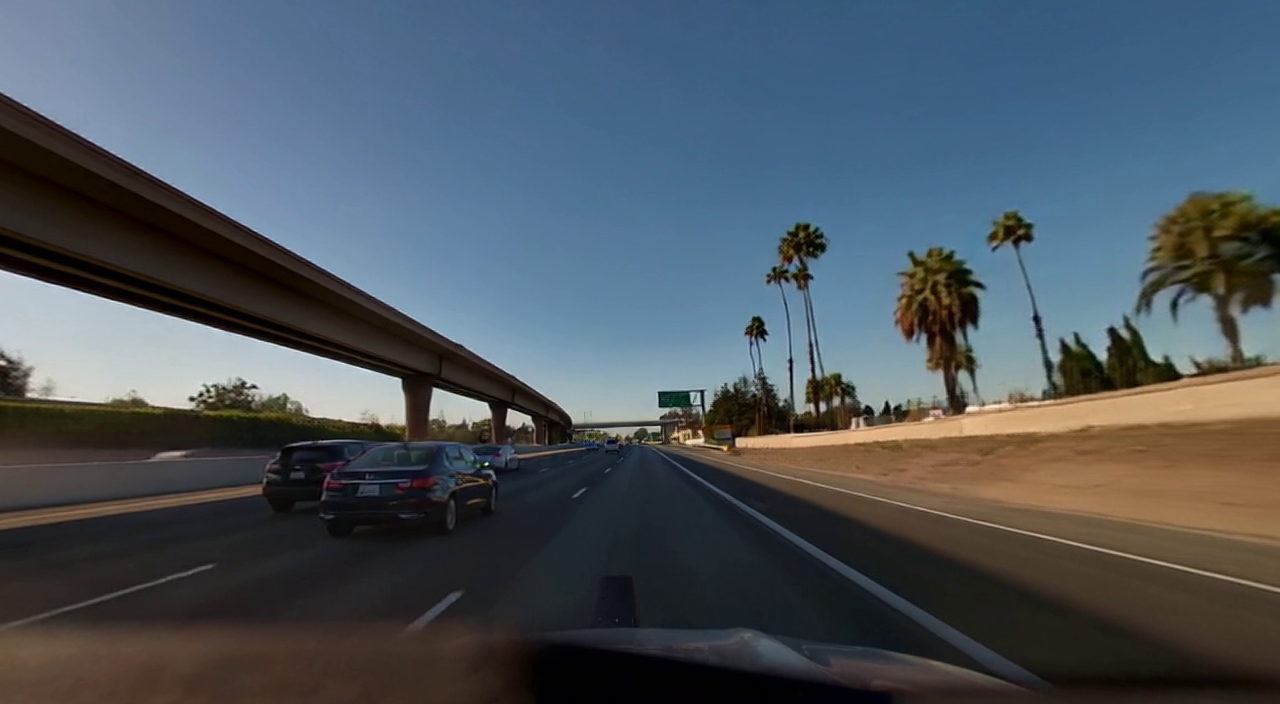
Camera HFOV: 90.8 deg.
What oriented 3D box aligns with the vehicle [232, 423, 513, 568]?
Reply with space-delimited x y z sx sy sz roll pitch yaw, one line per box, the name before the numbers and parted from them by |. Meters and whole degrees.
vehicle | -3.298 1.861 9.066 1.978 1.499 4.695 0 -8 0
